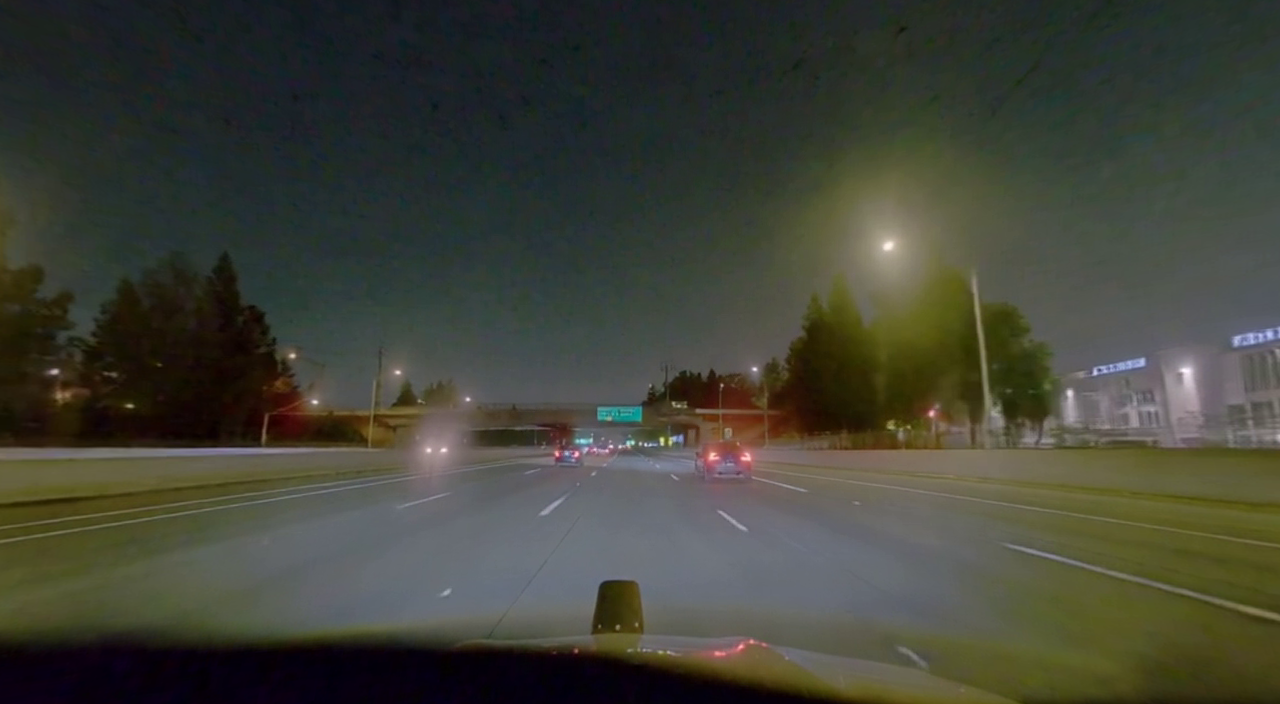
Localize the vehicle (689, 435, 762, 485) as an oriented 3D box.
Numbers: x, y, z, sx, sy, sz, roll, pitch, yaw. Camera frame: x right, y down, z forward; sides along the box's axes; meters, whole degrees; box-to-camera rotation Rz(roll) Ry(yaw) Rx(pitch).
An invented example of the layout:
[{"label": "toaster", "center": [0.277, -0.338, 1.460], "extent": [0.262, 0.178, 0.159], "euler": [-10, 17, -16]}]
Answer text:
[{"label": "vehicle", "center": [3.090, 3.993, 23.692], "extent": [1.997, 1.686, 4.247], "euler": [0, -8, -2]}]

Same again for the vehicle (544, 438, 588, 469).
[{"label": "vehicle", "center": [-4.544, 6.300, 39.384], "extent": [2.176, 1.779, 4.755], "euler": [0, -8, 0]}]
